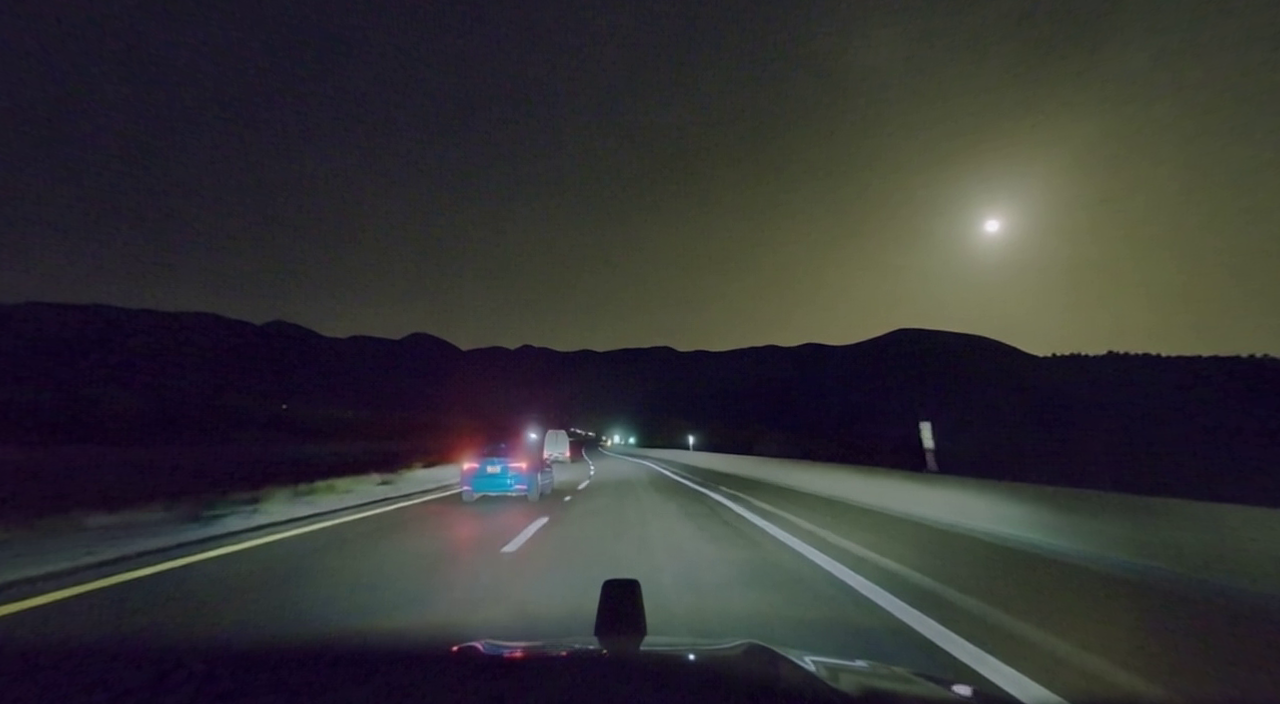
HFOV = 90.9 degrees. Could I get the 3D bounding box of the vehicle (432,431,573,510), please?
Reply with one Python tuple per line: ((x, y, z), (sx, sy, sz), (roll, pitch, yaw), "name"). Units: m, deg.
((-2.906, 2.620, 14.522), (2.097, 1.511, 4.585), (0, -8, 2), "vehicle")
